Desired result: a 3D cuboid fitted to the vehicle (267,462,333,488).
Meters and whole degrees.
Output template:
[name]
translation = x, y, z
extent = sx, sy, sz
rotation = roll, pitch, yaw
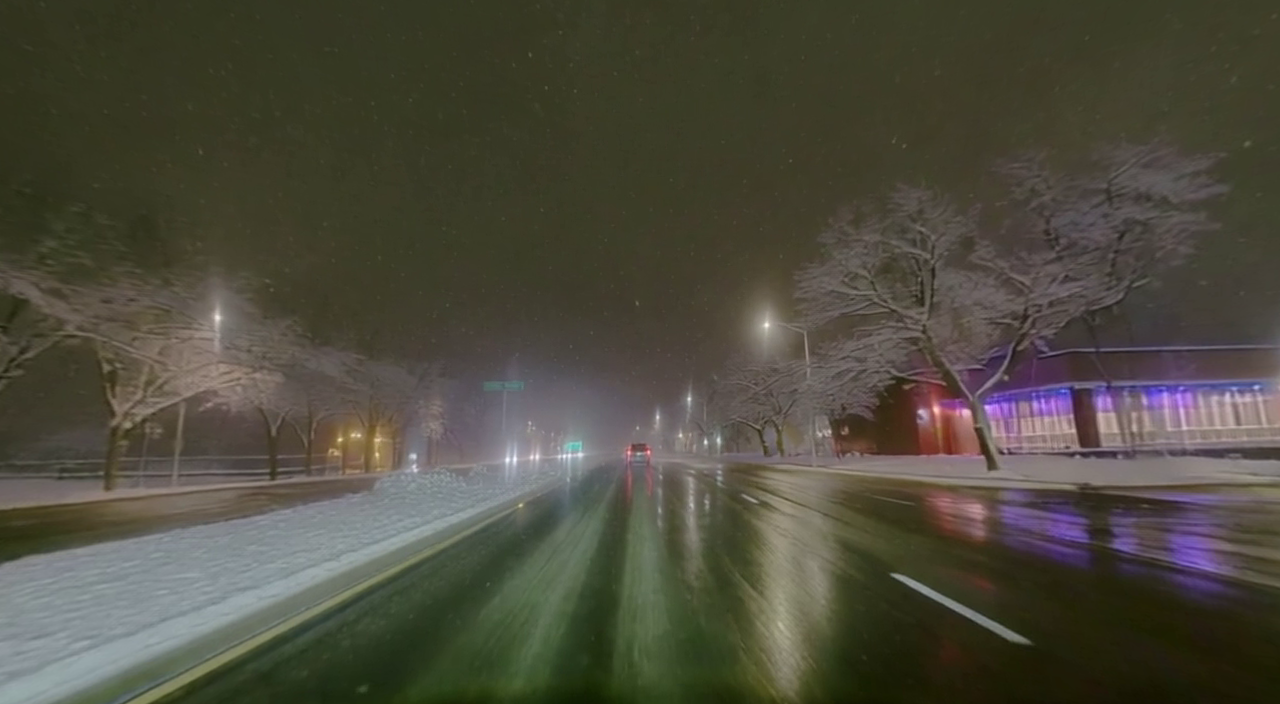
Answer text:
[vehicle]
translation = -20.918, 7.543, 39.059
extent = 1.904, 1.412, 3.929
rotation = 0, -8, 0
